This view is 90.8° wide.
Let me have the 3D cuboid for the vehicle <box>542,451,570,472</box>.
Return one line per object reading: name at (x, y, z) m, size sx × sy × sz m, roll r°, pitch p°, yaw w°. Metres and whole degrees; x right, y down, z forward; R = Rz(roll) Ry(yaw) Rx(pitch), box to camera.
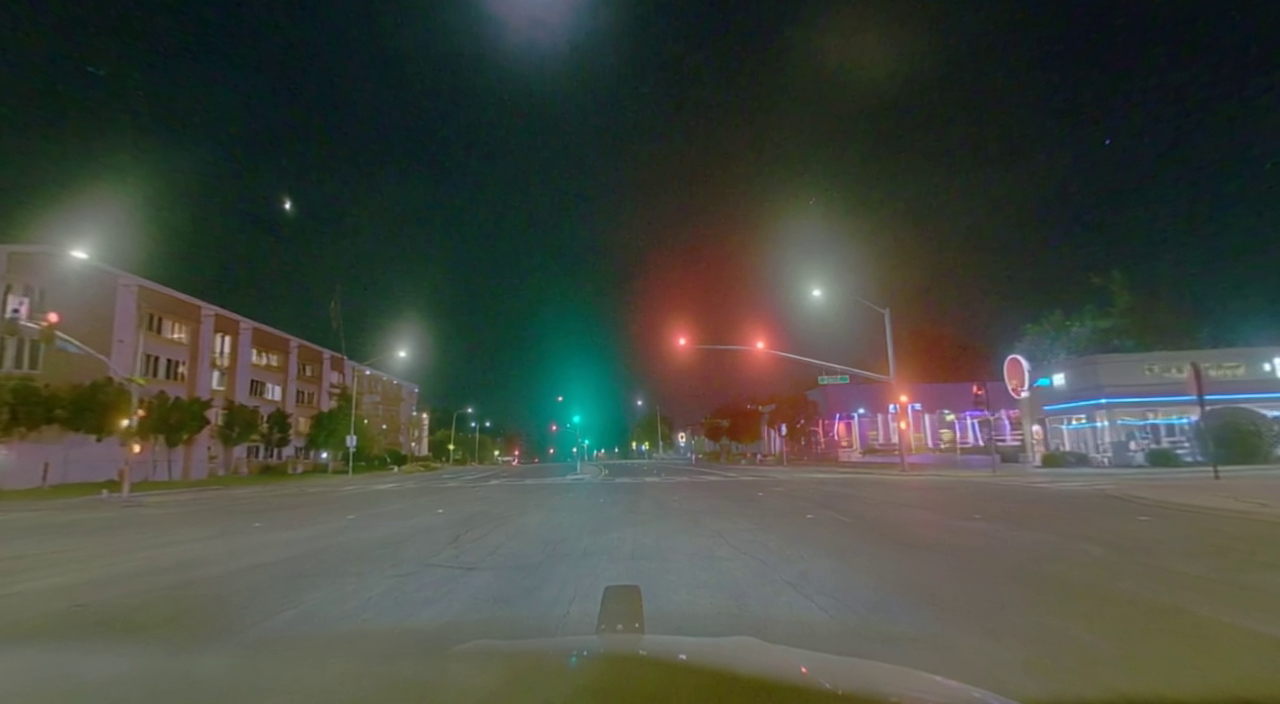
vehicle at (-6.586, 8.586, 49.710) m, size 1.894 × 1.474 × 4.332 m, roll 0°, pitch -8°, yaw -4°
